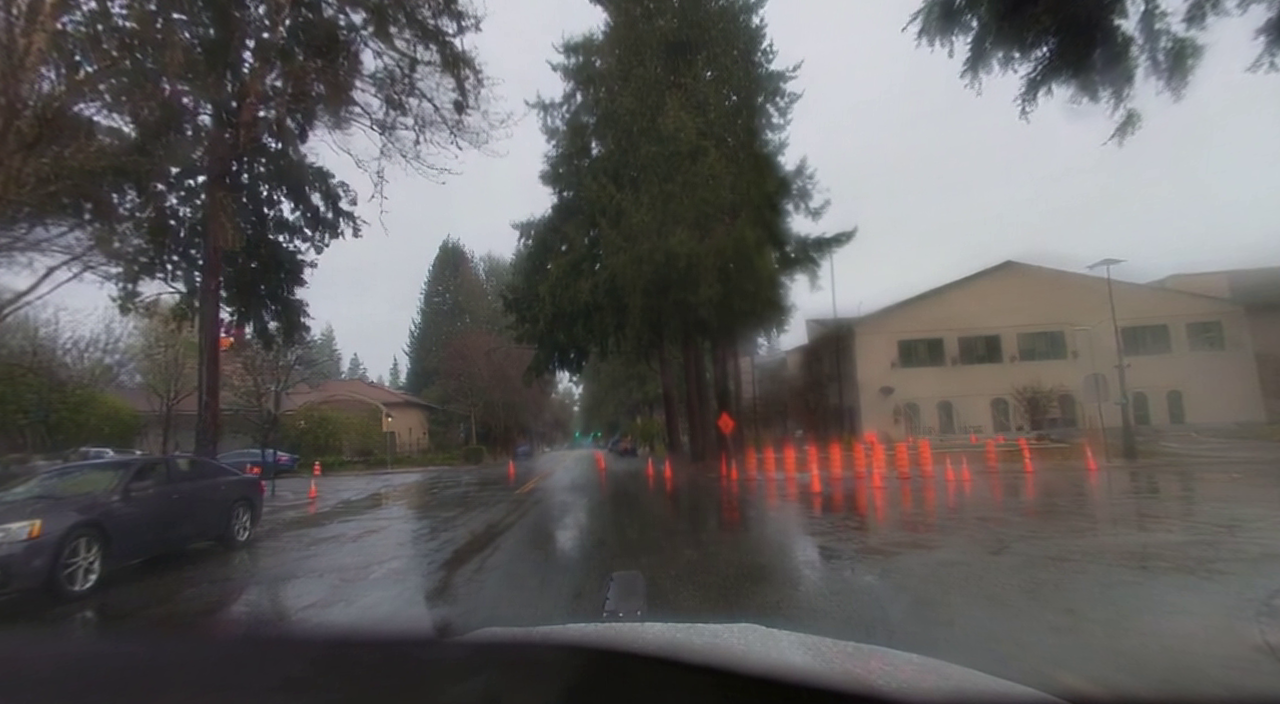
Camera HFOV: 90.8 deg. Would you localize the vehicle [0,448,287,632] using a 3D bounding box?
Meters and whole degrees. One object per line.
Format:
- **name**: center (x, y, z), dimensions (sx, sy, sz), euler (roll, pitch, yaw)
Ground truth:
- **vehicle**: center (-7.602, 2.001, 7.463), dimensions (2.961, 1.701, 7.563), euler (1, -9, -4)
